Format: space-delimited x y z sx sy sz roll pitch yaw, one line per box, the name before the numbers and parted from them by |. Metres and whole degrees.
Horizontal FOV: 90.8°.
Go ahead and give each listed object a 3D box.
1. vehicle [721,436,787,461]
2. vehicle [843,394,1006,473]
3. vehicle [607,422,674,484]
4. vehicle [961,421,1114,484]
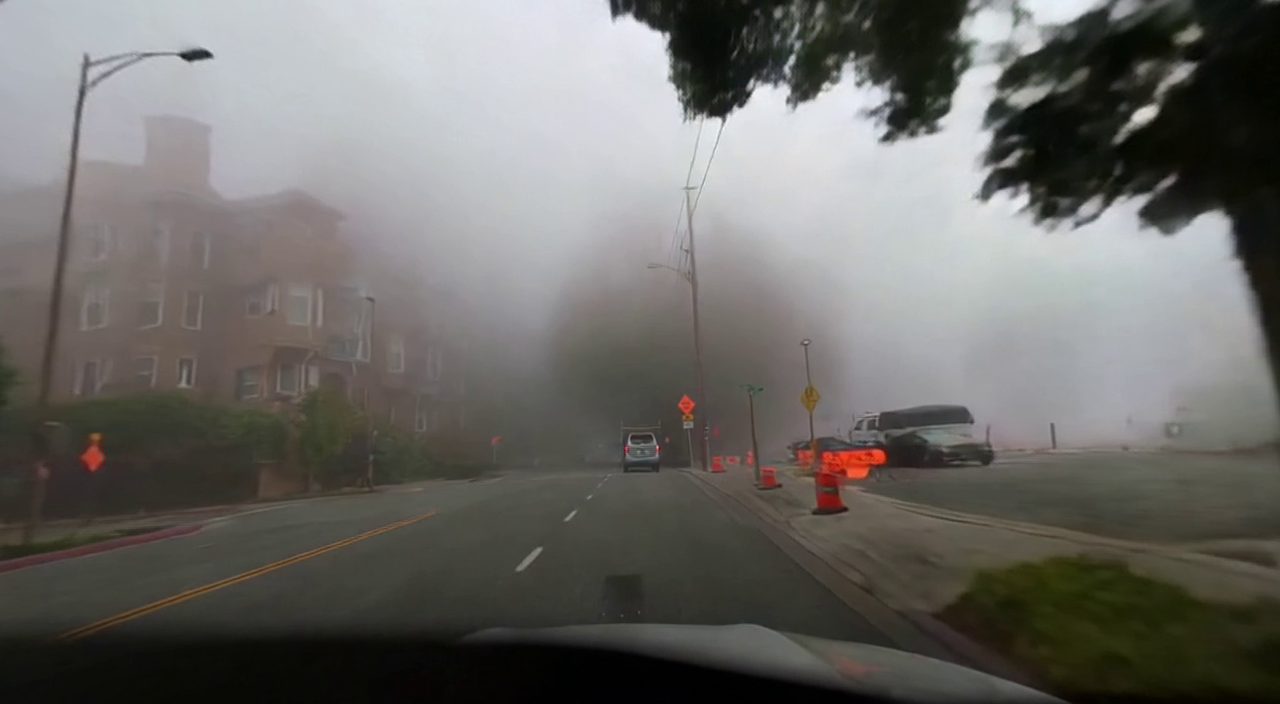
vehicle | 7.527 6.413 41.908 3.835 1.584 1.893 2 -9 -18
vehicle | 9.548 3.024 22.179 2.253 2.306 6.753 -1 -10 -2
vehicle | -0.076 3.723 23.397 2.169 2.015 5.206 0 -9 -2
vehicle | 10.619 2.754 17.120 1.698 1.548 2.969 2 -11 -16
